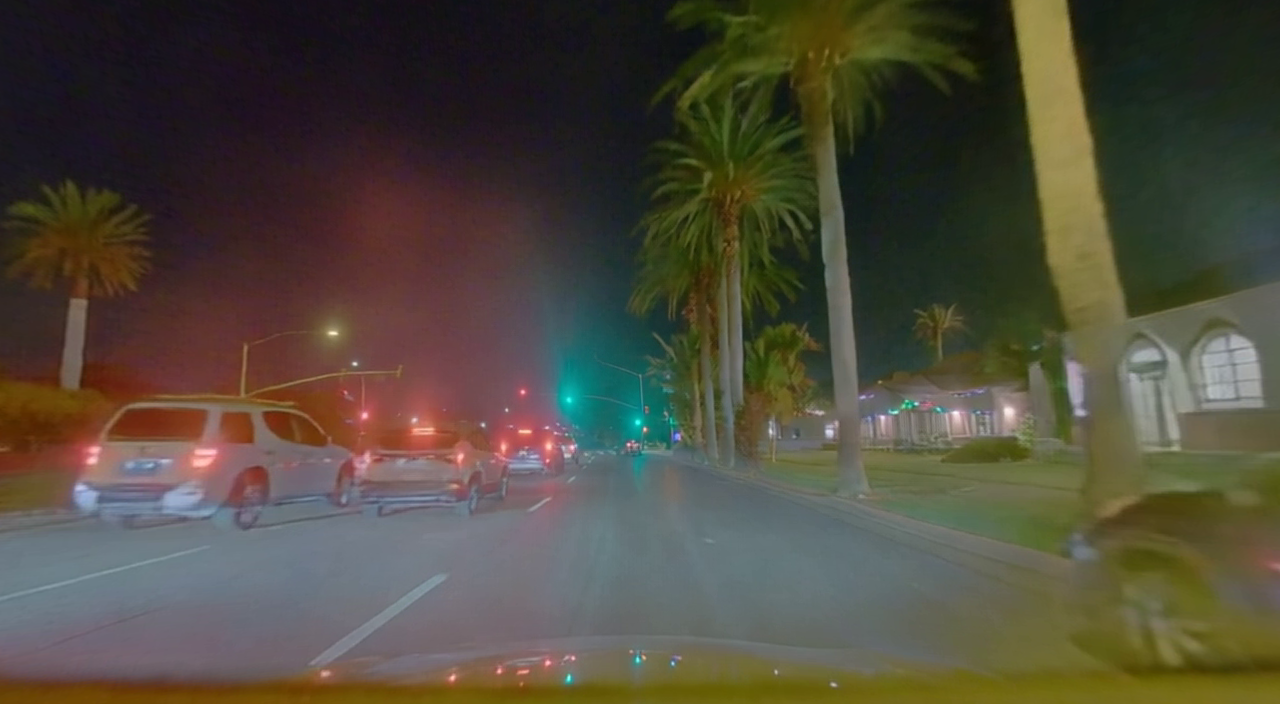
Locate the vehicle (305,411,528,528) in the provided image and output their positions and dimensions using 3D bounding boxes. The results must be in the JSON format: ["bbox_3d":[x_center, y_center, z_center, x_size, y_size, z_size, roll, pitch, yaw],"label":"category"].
[{"bbox_3d":[-3.577,1.979,11.238,2.181,1.636,4.504,0,-8,2],"label":"vehicle"}]

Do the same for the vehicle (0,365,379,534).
[{"bbox_3d":[-6.995,1.640,10.990,2.507,2.141,5.764,0,-8,-1],"label":"vehicle"}]

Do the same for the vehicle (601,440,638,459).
[{"bbox_3d":[-1.451,6.635,42.924,2.131,1.222,3.868,1,-8,-7],"label":"vehicle"}]

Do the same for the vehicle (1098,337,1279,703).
[{"bbox_3d":[3.683,0.649,1.551,1.801,1.746,4.325,0,-8,0],"label":"vehicle"}]
